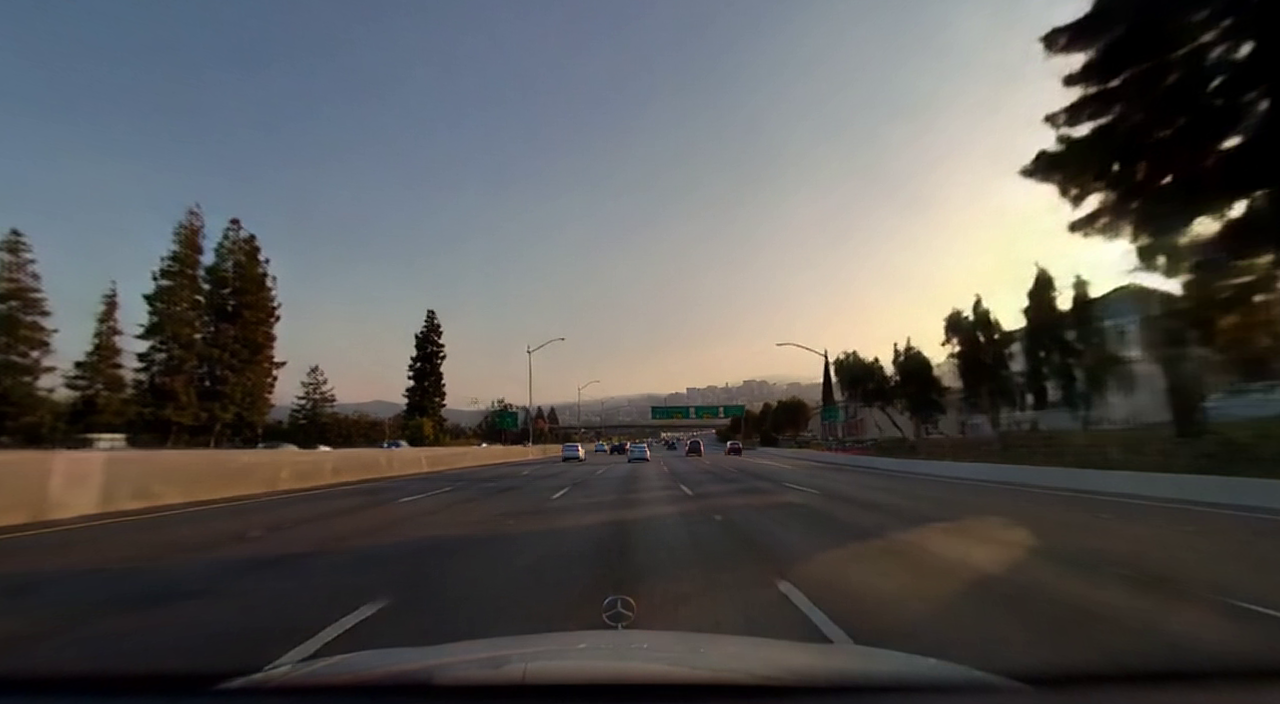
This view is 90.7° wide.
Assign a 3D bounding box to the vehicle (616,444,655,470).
[{"bbox_3d":[-0.269,6.261,37.899,2.146,1.485,4.332,0,-9,0],"label":"vehicle"}]

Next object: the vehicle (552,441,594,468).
[{"bbox_3d":[-4.462,6.909,42.766,2.260,1.706,4.177,0,-9,1],"label":"vehicle"}]

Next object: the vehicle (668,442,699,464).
[{"bbox_3d":[3.312,7.770,48.857,2.084,1.624,3.935,0,-9,-1],"label":"vehicle"}]

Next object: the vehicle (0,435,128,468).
[{"bbox_3d":[-34.984,6.064,38.660,2.752,1.885,5.571,0,-9,0],"label":"vehicle"}]
